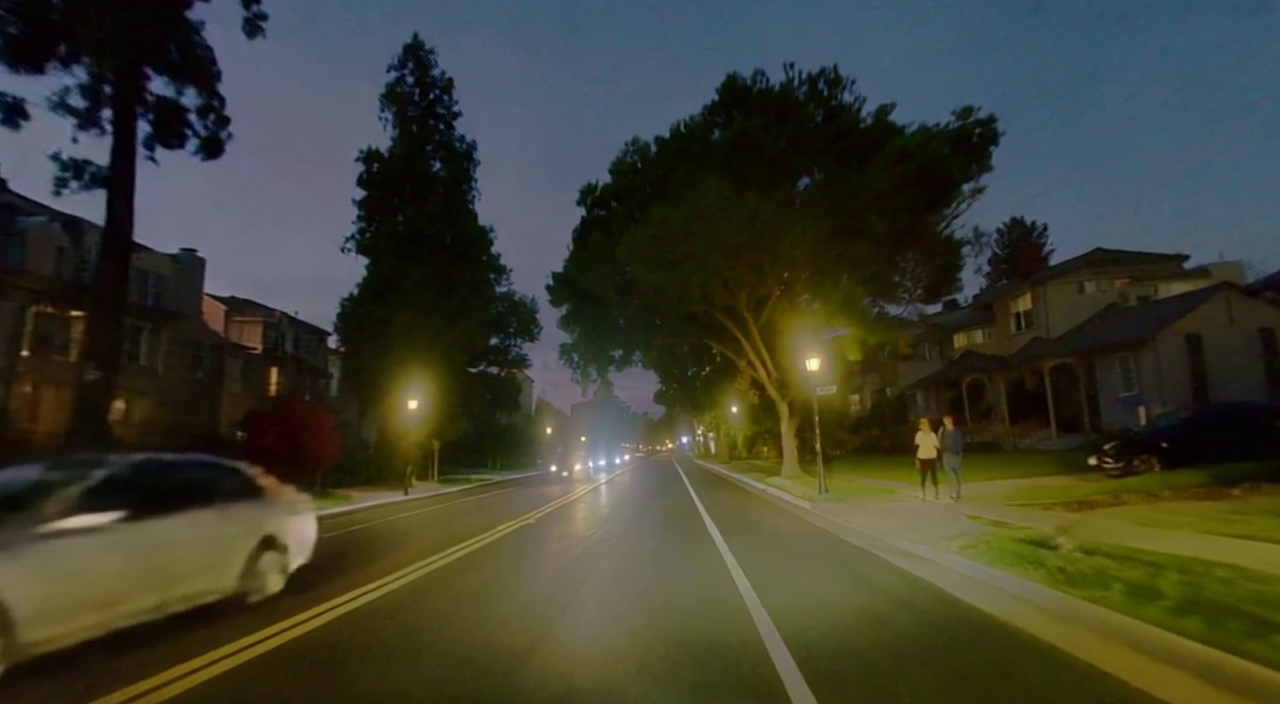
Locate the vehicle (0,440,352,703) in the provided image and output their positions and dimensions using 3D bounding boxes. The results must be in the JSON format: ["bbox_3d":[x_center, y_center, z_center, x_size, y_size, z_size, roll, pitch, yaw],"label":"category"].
[{"bbox_3d":[-4.393,1.483,5.157,1.906,1.498,4.222,0,-8,3],"label":"vehicle"}]

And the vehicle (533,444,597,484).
[{"bbox_3d":[-3.417,5.209,29.699,2.167,1.691,4.755,0,-8,3],"label":"vehicle"}]

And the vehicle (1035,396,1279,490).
[{"bbox_3d":[11.974,2.038,14.209,4.665,1.944,2.092,0,-8,1],"label":"vehicle"}]
